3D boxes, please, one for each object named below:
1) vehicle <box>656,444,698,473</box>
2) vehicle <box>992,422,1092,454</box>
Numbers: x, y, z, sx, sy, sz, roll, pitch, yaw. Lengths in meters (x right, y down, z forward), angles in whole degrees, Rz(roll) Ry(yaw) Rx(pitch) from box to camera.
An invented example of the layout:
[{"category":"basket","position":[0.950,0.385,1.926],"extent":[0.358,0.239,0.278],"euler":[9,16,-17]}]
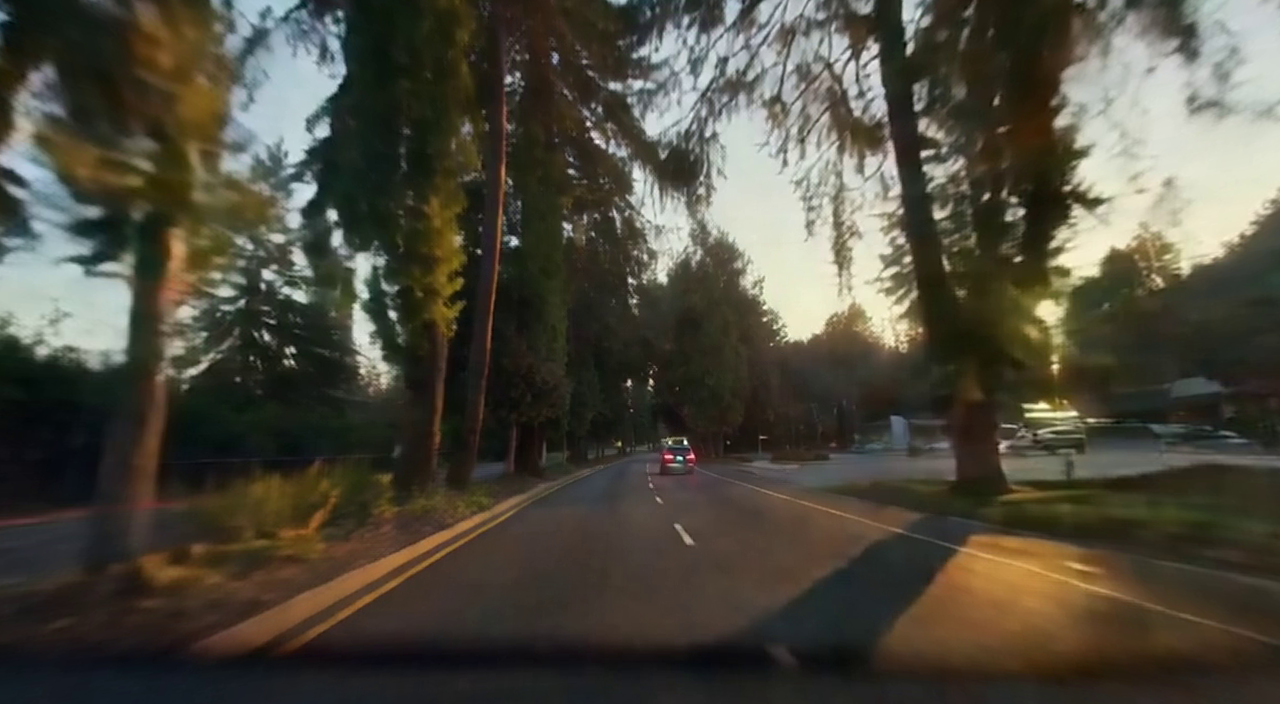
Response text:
[{"category":"vehicle","position":[2.040,6.052,36.109],"extent":[2.044,1.537,4.528],"euler":[0,-9,-1]},{"category":"vehicle","position":[27.854,6.004,43.743],"extent":[5.465,2.116,2.004],"euler":[0,-8,0]}]
